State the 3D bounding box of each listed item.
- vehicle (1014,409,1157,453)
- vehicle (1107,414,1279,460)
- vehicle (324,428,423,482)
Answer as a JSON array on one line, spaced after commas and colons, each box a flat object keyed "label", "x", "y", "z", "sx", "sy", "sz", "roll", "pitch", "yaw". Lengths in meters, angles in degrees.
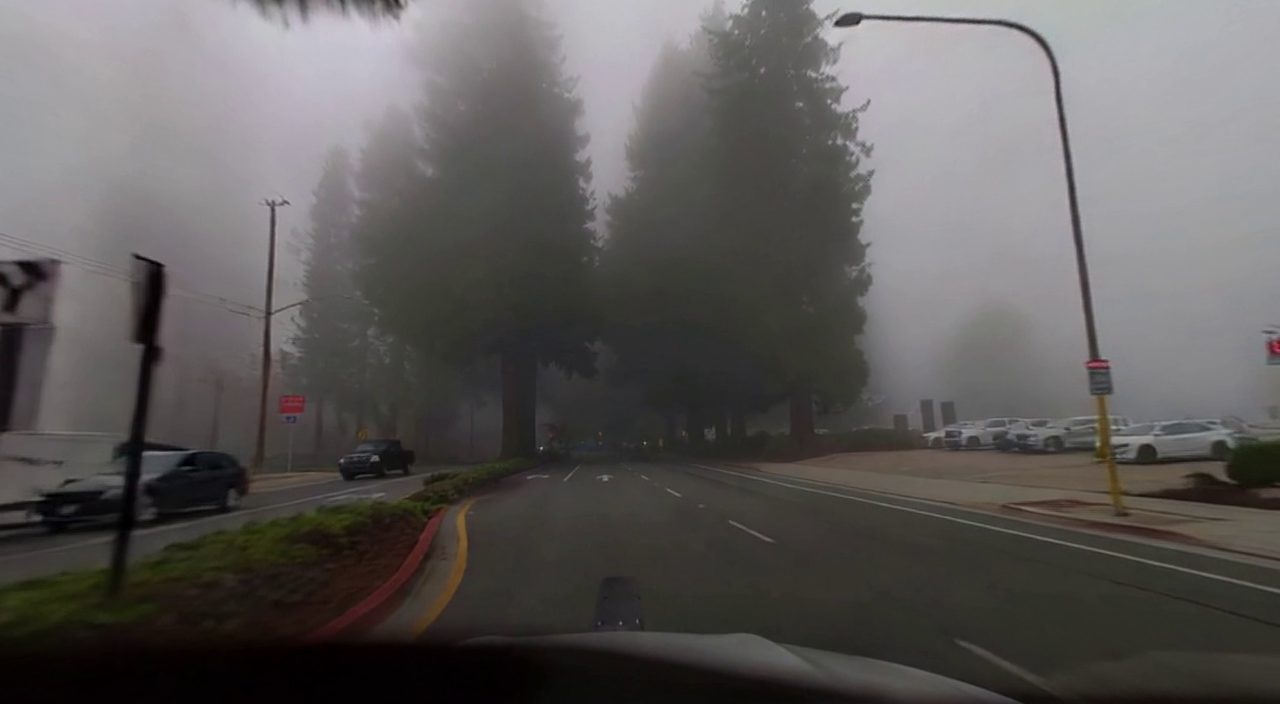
[{"label": "vehicle", "x": 18.284, "y": 3.256, "z": 26.074, "sx": 4.422, "sy": 1.586, "sz": 1.990, "roll": -1, "pitch": -7, "yaw": -3}, {"label": "vehicle", "x": 18.872, "y": 2.858, "z": 21.211, "sx": 4.800, "sy": 1.459, "sz": 2.051, "roll": 0, "pitch": -8, "yaw": -4}, {"label": "vehicle", "x": -11.840, "y": 4.625, "z": 28.633, "sx": 2.131, "sy": 2.148, "sz": 5.709, "roll": 0, "pitch": -8, "yaw": -2}]
